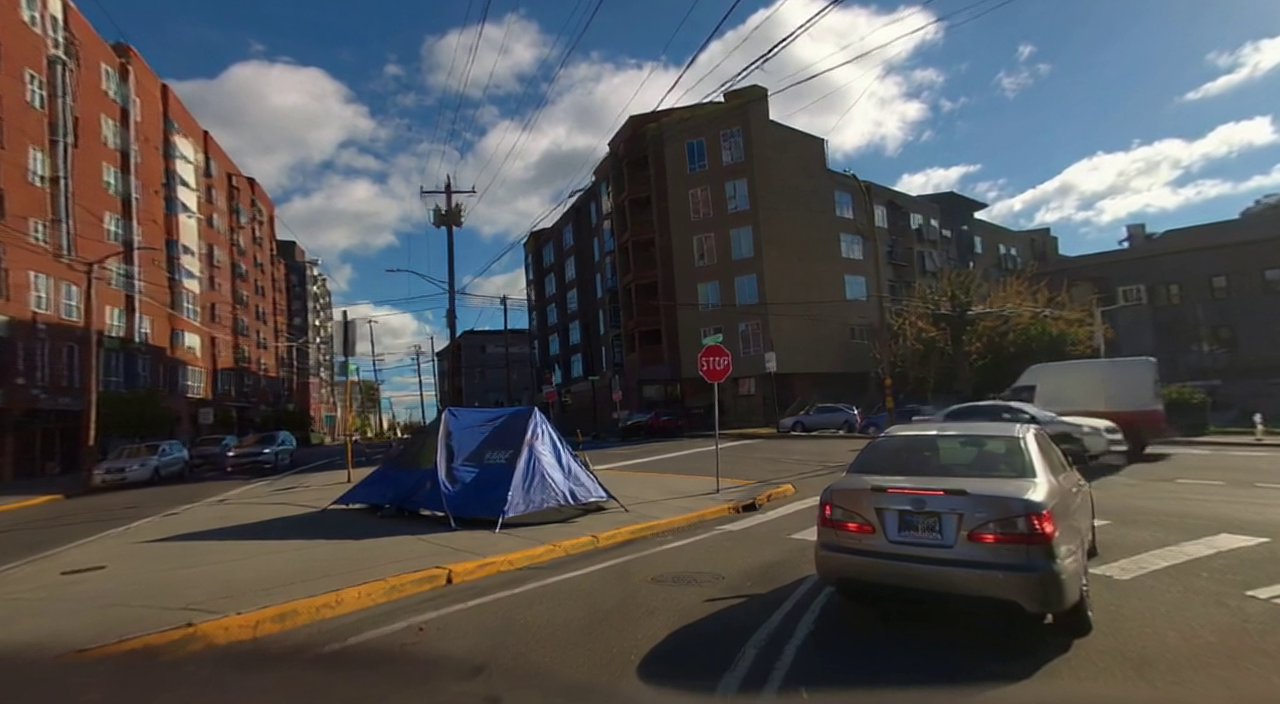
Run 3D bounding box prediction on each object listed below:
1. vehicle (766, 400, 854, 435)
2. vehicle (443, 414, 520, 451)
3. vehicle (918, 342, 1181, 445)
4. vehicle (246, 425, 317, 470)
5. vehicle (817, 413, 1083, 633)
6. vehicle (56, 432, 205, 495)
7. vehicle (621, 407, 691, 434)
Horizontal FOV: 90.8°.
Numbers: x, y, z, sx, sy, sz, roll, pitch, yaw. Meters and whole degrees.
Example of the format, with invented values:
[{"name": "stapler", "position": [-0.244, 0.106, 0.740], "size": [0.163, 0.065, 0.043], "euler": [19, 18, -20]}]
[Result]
[{"name": "vehicle", "position": [9.214, 3.617, 34.472], "size": [1.805, 1.694, 4.214], "euler": [7, -11, -43]}, {"name": "vehicle", "position": [-7.998, 4.071, 31.647], "size": [1.870, 1.724, 4.320], "euler": [7, -11, -42]}, {"name": "vehicle", "position": [14.056, 1.713, 22.213], "size": [7.172, 3.075, 2.584], "euler": [-8, -11, 43]}, {"name": "vehicle", "position": [-15.189, 4.079, 27.008], "size": [1.987, 1.686, 3.971], "euler": [1, -8, -20]}, {"name": "vehicle", "position": [3.674, 1.625, 7.122], "size": [1.945, 1.647, 4.160], "euler": [-6, -10, 33]}, {"name": "vehicle", "position": [-16.541, 3.607, 20.931], "size": [2.054, 1.800, 5.212], "euler": [2, -9, -18]}, {"name": "vehicle", "position": [0.897, 4.236, 38.820], "size": [1.790, 1.468, 4.422], "euler": [7, -11, -40]}]
